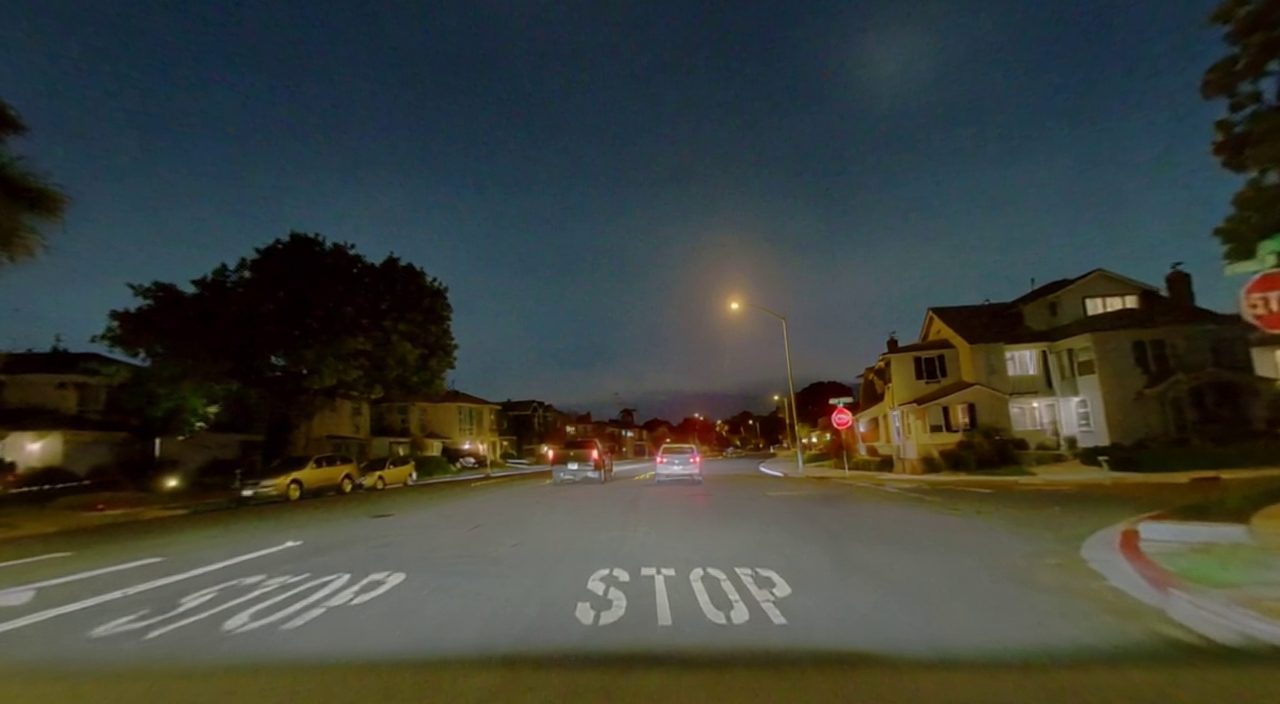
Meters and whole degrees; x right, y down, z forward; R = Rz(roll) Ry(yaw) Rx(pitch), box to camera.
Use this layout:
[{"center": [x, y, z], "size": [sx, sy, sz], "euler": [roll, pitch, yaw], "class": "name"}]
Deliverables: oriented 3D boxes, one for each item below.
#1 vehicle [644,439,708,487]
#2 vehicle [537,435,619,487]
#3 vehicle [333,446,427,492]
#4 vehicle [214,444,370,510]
[{"center": [1.280, 3.722, 21.379], "size": [1.955, 1.459, 4.383], "euler": [-1, -9, 5], "class": "vehicle"}, {"center": [-2.127, 3.935, 23.002], "size": [2.178, 1.695, 4.339], "euler": [-1, -9, 6], "class": "vehicle"}, {"center": [-11.927, 5.429, 29.325], "size": [2.076, 1.864, 4.730], "euler": [-3, -10, 5], "class": "vehicle"}, {"center": [-12.712, 4.560, 23.664], "size": [2.191, 1.980, 5.888], "euler": [-4, -8, 5], "class": "vehicle"}]
